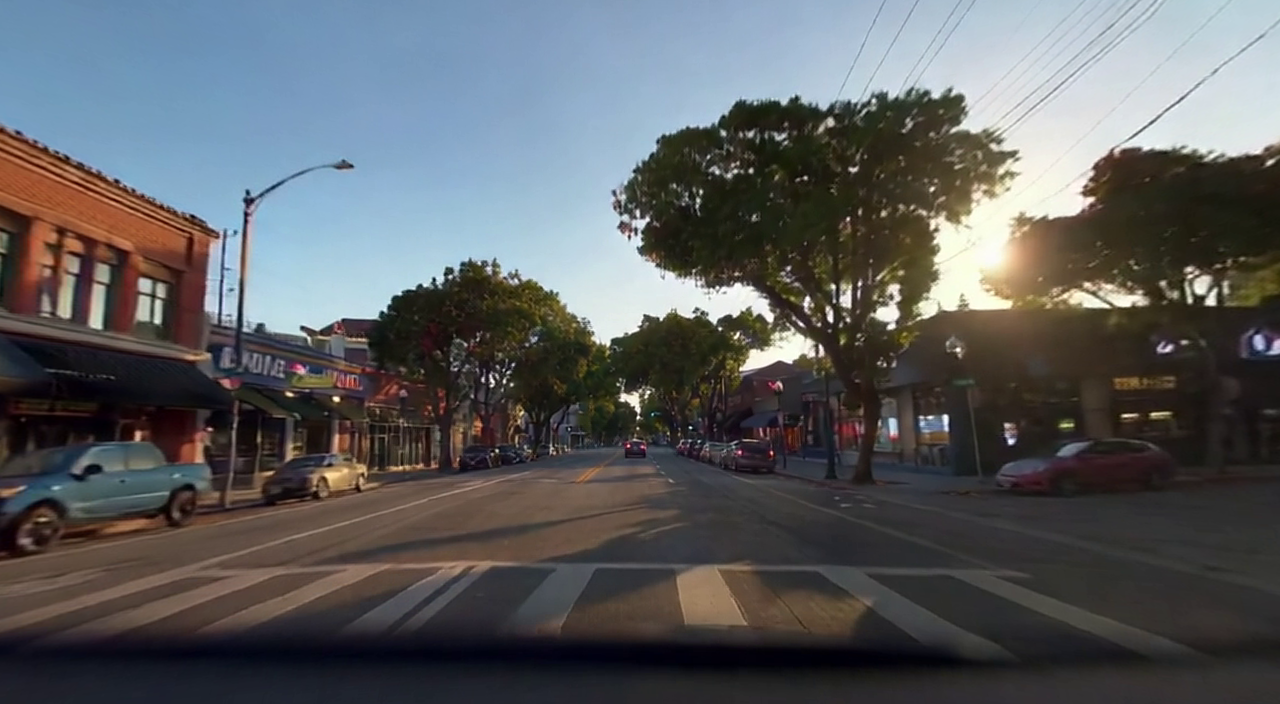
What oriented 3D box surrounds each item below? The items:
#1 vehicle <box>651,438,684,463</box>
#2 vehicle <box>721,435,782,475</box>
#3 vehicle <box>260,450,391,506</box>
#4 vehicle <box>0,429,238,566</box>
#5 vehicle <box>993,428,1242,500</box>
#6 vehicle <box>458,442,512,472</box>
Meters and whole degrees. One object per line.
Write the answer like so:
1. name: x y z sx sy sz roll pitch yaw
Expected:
1. vehicle: 1.855 6.805 43.822 1.998 1.580 4.015 0 -8 -2
2. vehicle: 5.479 5.124 31.821 2.042 1.787 5.110 0 -8 -1
3. vehicle: -9.847 3.948 20.334 1.802 1.397 5.226 0 -8 -3
4. vehicle: -9.663 2.319 10.971 2.037 1.826 4.987 -1 -8 0
5. vehicle: 11.891 2.794 16.022 4.563 1.633 2.144 0 -8 -1
6. vehicle: -10.058 6.810 41.448 2.081 1.819 5.607 -1 -8 0
